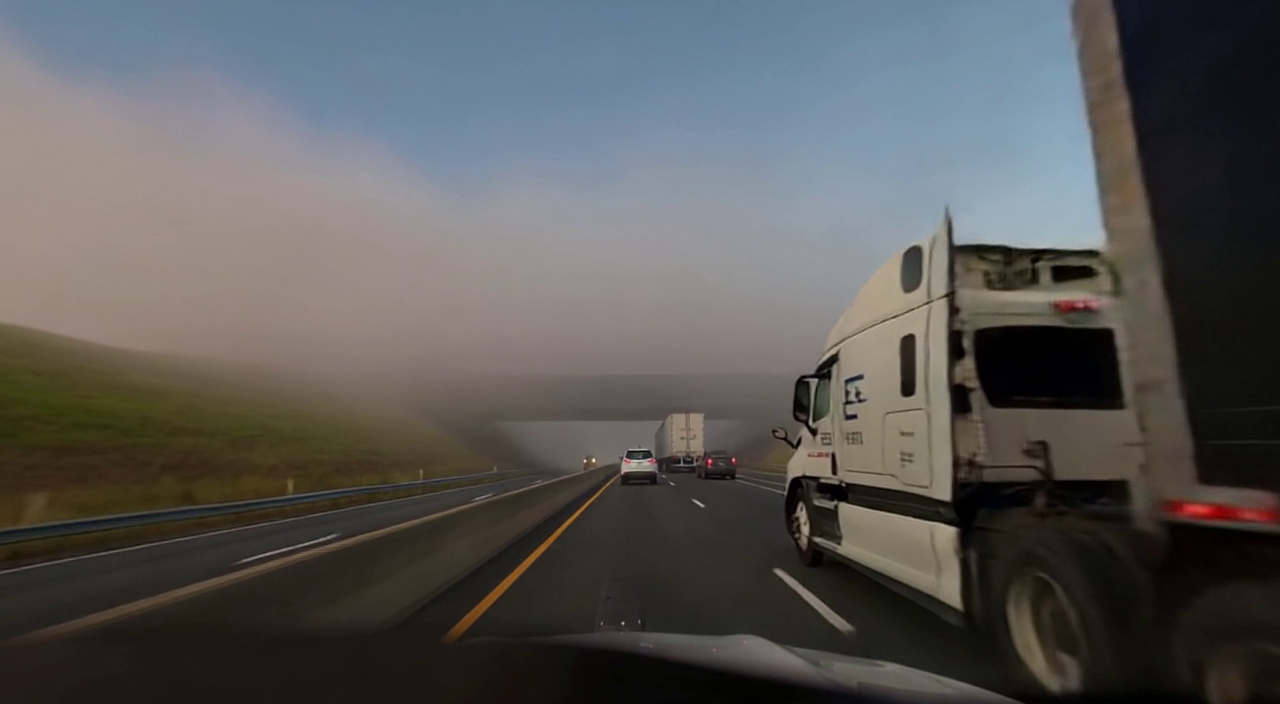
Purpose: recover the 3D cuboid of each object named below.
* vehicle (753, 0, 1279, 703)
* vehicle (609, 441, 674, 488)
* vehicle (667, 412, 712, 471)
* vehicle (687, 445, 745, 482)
[{"bbox_3d":[3.030,0.159,5.045,2.987,3.897,5.990,-1,-9,0],"label":"vehicle"},{"bbox_3d":[0.035,4.269,24.159,2.256,1.615,4.114,-1,-9,0],"label":"vehicle"},{"bbox_3d":[3.572,6.677,46.706,2.948,3.974,6.480,-1,-9,3],"label":"vehicle"},{"bbox_3d":[3.302,4.945,28.122,1.972,1.505,3.946,0,-9,-1],"label":"vehicle"}]
